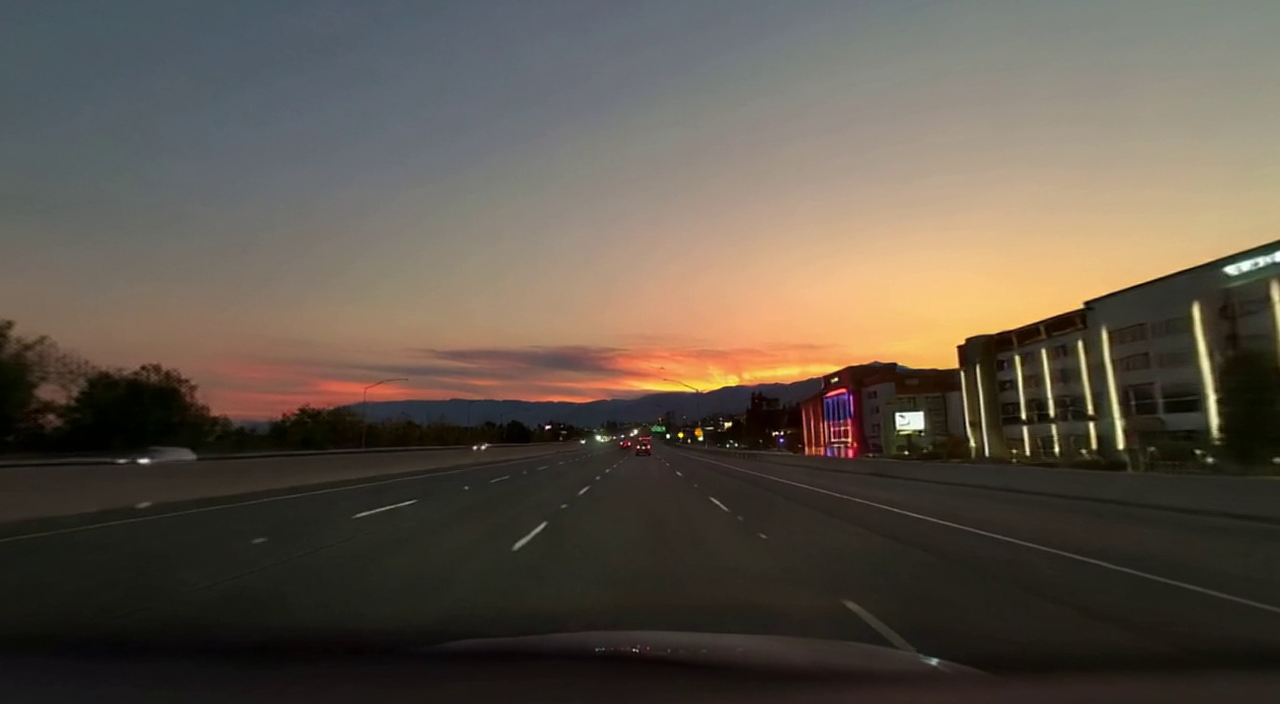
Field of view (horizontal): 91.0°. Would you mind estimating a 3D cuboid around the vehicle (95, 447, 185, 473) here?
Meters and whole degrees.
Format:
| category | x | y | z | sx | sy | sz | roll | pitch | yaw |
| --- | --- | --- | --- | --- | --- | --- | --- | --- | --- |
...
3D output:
| category | x | y | z | sx | sy | sz | roll | pitch | yaw |
| --- | --- | --- | --- | --- | --- | --- | --- | --- | --- |
| vehicle | -32.087 | 6.921 | 40.577 | 1.880 | 1.501 | 4.689 | 0 | -8 | 1 |
